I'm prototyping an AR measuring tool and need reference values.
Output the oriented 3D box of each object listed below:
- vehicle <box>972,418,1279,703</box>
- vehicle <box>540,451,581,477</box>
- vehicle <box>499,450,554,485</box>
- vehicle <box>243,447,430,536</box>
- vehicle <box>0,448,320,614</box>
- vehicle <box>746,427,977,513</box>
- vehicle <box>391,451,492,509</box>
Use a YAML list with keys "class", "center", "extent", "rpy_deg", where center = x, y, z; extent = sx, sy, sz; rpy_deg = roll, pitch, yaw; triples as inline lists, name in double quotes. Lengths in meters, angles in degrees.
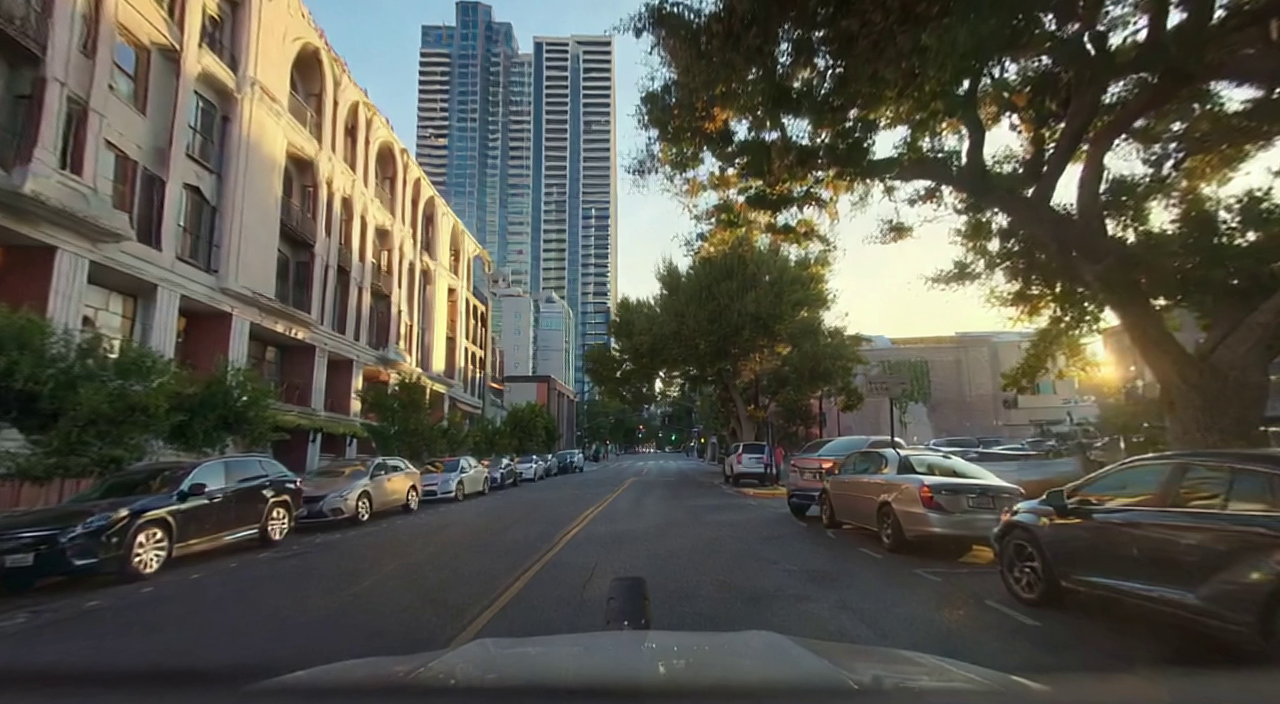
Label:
- class: "vehicle"
  center: [4.529, 1.231, 4.027]
  extent: [2.331, 1.533, 4.831]
  rpy_deg: [0, -8, 2]
- class: "vehicle"
  center: [-5.391, 7.643, 43.318]
  extent: [2.270, 1.539, 4.855]
  rpy_deg: [-2, -8, -1]
- class: "vehicle"
  center: [-5.839, 5.969, 32.905]
  extent: [2.110, 1.498, 4.555]
  rpy_deg: [-2, -8, -1]
- class: "vehicle"
  center: [-6.762, 3.103, 14.780]
  extent: [2.123, 1.596, 4.659]
  rpy_deg: [-2, -8, -1]
- class: "vehicle"
  center: [-7.040, 2.275, 9.119]
  extent: [2.244, 1.616, 5.013]
  rpy_deg: [-2, -8, -1]
- class: "vehicle"
  center: [5.246, 2.843, 15.607]
  extent: [4.772, 1.876, 2.400]
  rpy_deg: [-1, -8, 0]
- class: "vehicle"
  center: [-6.490, 4.202, 21.260]
  extent: [1.944, 1.574, 4.717]
  rpy_deg: [-2, -8, -1]
